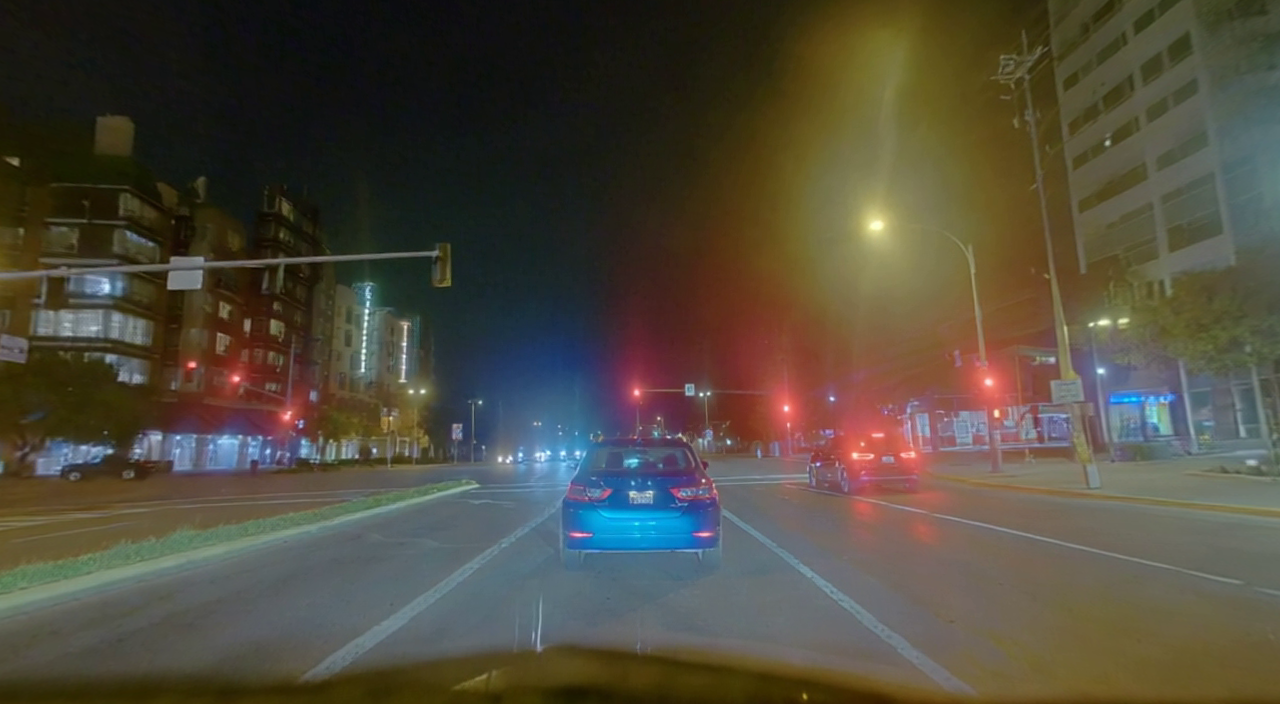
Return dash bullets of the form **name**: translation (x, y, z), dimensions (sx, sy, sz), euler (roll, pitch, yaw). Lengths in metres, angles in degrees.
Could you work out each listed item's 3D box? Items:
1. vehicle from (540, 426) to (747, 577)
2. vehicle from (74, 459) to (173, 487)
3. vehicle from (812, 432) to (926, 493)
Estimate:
- **vehicle**: translation (-0.017, 1.815, 8.504), dimensions (2.070, 1.488, 4.206), euler (0, -8, -1)
- **vehicle**: translation (-32.365, 7.558, 39.663), dimensions (4.401, 1.625, 1.863), euler (0, -8, -4)
- **vehicle**: translation (7.068, 3.442, 20.055), dimensions (2.039, 1.692, 4.319), euler (0, -8, 1)
